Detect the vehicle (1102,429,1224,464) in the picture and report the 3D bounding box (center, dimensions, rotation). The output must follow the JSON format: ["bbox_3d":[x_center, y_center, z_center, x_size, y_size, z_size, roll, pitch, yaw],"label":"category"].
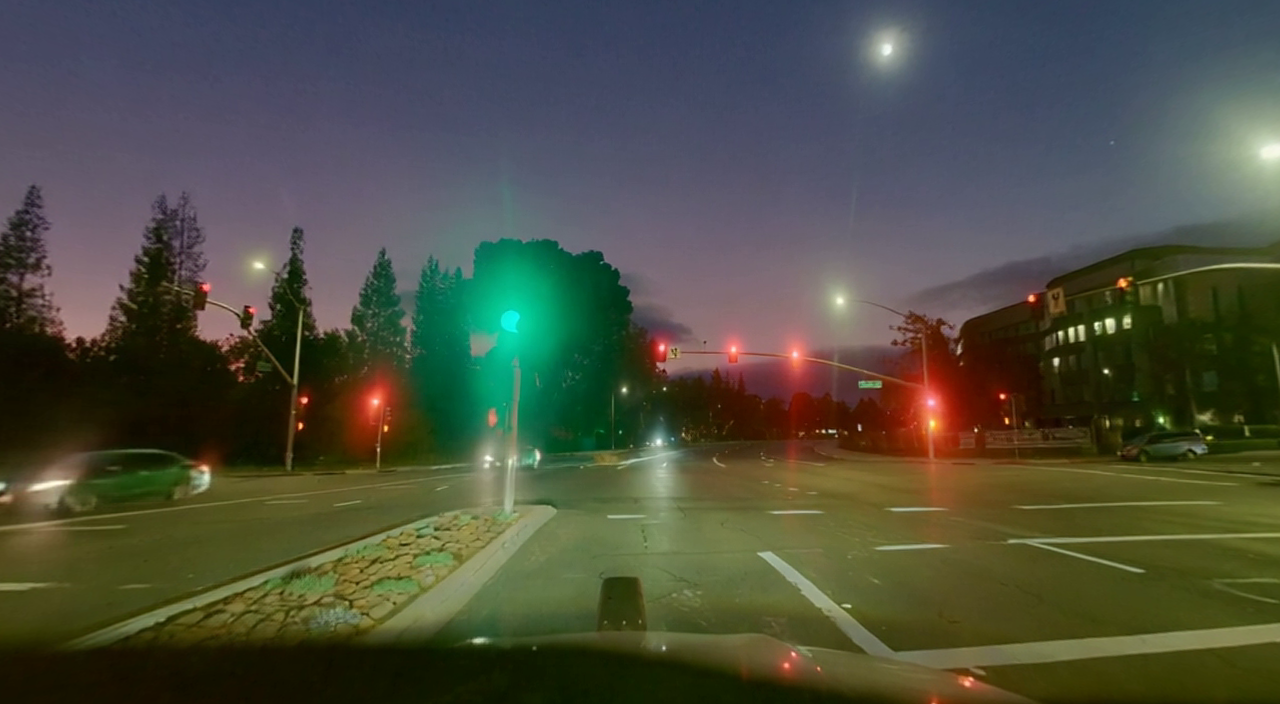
[{"bbox_3d":[25.936,4.683,31.359,4.441,1.674,2.035,1,-8,-8],"label":"vehicle"}]

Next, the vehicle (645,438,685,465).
[{"bbox_3d":[1.761,6.775,43.257,2.197,1.739,4.177,-2,-8,10],"label":"vehicle"}]

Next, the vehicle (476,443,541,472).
[{"bbox_3d":[-7.059,5.731,34.502,2.002,1.483,4.696,-1,-8,8],"label":"vehicle"}]

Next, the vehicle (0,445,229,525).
[{"bbox_3d":[-12.346,2.932,14.701,2.046,1.515,4.852,-1,-8,4],"label":"vehicle"}]

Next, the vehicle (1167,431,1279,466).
[{"bbox_3d":[26.311,4.237,27.877,4.644,1.470,1.922,1,-8,-10],"label":"vehicle"}]
